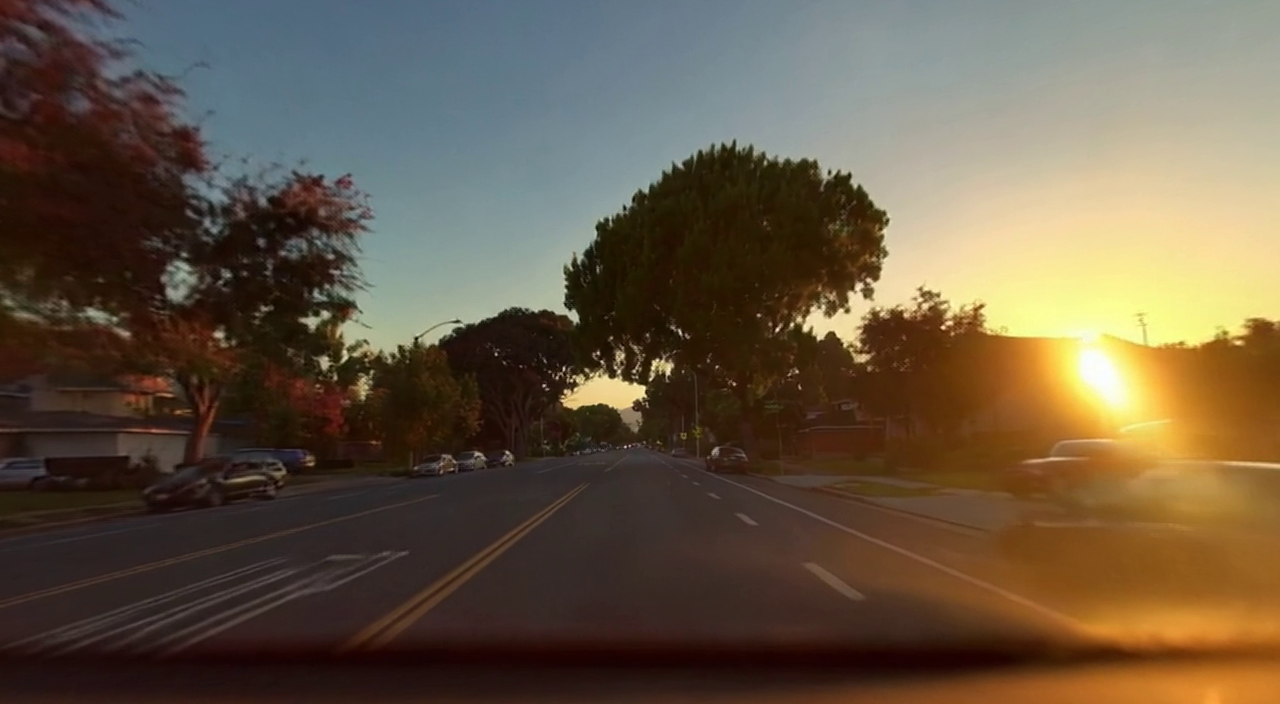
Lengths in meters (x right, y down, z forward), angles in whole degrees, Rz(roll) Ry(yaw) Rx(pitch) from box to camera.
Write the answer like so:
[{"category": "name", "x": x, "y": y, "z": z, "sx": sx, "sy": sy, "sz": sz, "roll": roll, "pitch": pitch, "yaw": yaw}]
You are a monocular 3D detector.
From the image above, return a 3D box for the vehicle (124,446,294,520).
[{"category": "vehicle", "x": -12.688, "y": 3.815, "z": 19.056, "sx": 2.049, "sy": 1.782, "sz": 4.460, "roll": -4, "pitch": -8, "yaw": 0}]

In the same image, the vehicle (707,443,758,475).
[{"category": "vehicle", "x": 4.676, "y": 5.490, "z": 32.635, "sx": 1.925, "sy": 1.482, "sz": 4.746, "roll": 0, "pitch": -8, "yaw": 0}]

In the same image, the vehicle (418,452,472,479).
[{"category": "vehicle", "x": -12.340, "y": 7.161, "z": 40.208, "sx": 1.940, "sy": 1.452, "sz": 4.485, "roll": -3, "pitch": -9, "yaw": 1}]

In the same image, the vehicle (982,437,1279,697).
[{"category": "vehicle", "x": 4.612, "y": 1.354, "z": 4.508, "sx": 1.970, "sy": 1.455, "sz": 4.233, "roll": 0, "pitch": -8, "yaw": 0}]

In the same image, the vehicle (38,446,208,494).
[{"category": "vehicle", "x": -20.303, "y": 4.625, "z": 25.022, "sx": 4.744, "sy": 1.752, "sz": 2.008, "roll": 1, "pitch": -9, "yaw": -6}]
